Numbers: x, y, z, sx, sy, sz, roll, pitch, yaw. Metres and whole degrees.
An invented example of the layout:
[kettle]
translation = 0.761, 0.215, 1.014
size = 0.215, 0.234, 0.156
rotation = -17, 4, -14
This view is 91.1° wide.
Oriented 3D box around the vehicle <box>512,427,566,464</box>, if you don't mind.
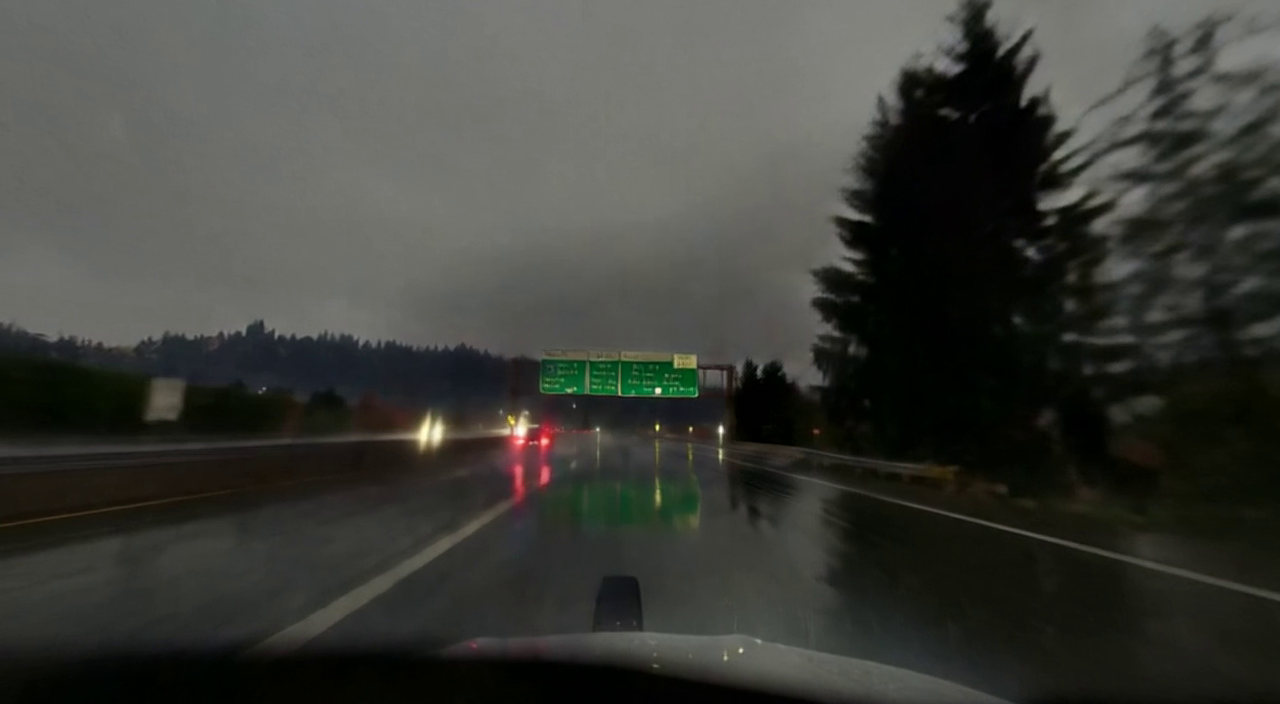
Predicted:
[vehicle]
translation = -4.516, 4.263, 28.784
size = 1.878, 1.548, 3.966
rotation = 0, -8, -1
